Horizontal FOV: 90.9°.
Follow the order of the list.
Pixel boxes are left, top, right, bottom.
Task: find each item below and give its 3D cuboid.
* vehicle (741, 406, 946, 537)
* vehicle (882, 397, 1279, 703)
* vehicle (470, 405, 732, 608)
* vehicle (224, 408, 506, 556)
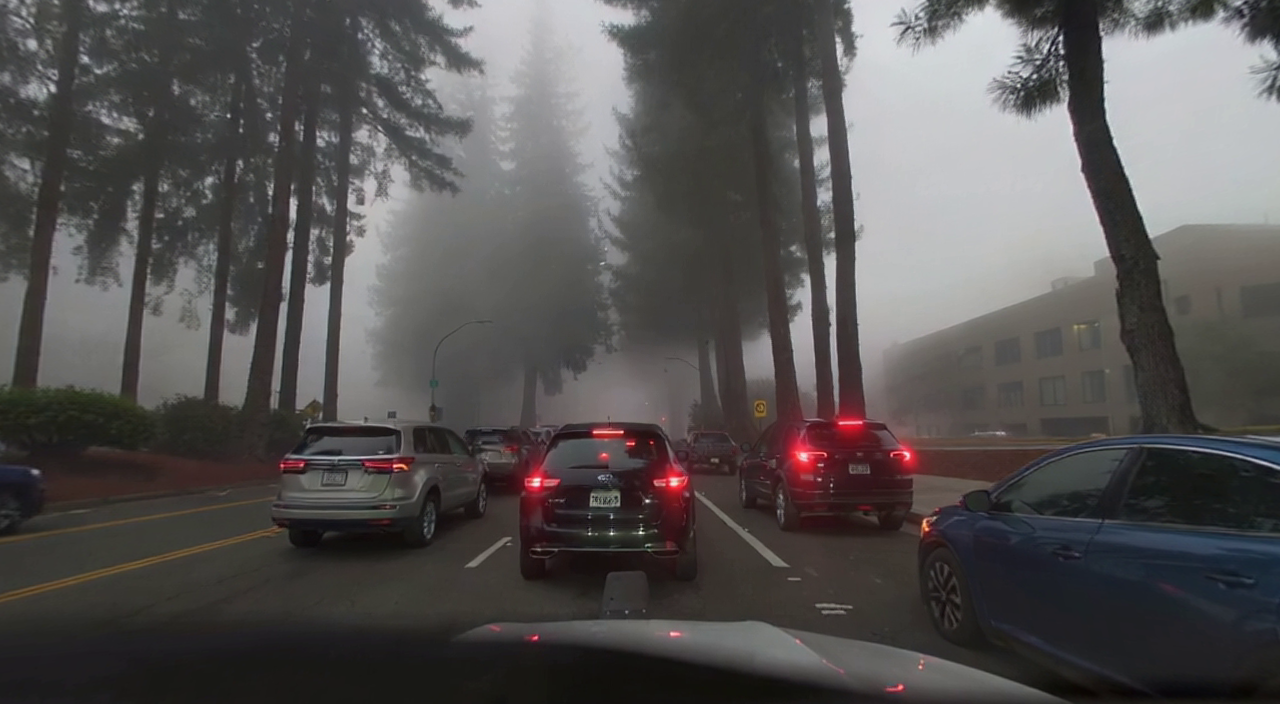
[{"bbox_3d":[3.327,2.085,11.545,2.117,1.879,4.715,0,-8,-1],"label":"vehicle"},{"bbox_3d":[3.230,1.071,3.371,2.045,1.459,4.462,0,-8,-1],"label":"vehicle"},{"bbox_3d":[-0.364,1.584,7.422,2.114,1.631,4.459,0,-8,-1],"label":"vehicle"},{"bbox_3d":[-3.767,1.886,9.896,2.141,1.718,4.809,0,-8,1],"label":"vehicle"}]
